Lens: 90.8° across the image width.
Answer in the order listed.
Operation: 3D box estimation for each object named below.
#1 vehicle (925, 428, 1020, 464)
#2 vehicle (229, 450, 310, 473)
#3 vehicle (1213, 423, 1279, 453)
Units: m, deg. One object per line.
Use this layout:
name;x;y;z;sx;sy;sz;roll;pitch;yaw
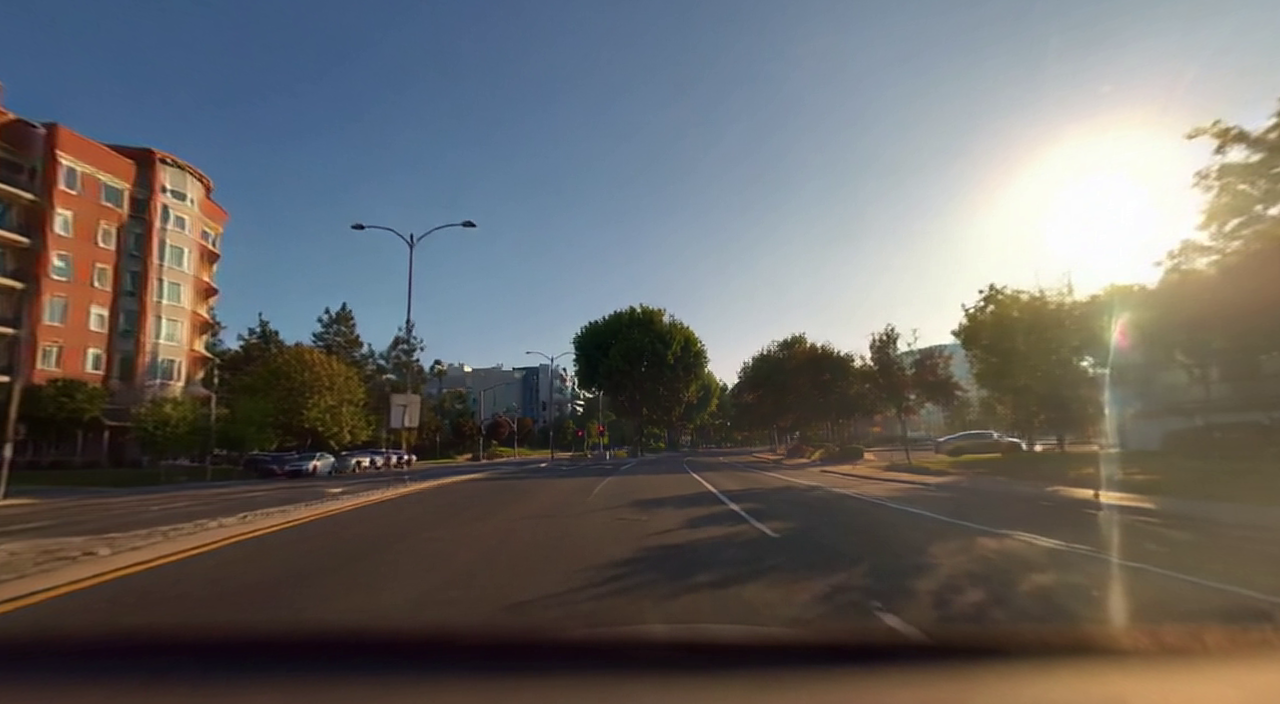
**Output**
vehicle;19.609;5.573;37.533;2.074;1.959;4.793;3;-9;-18
vehicle;-28.467;8.396;48.653;4.913;1.677;2.032;0;-9;-1
vehicle;31.955;4.381;32.213;1.574;1.448;3.558;3;-9;-23
